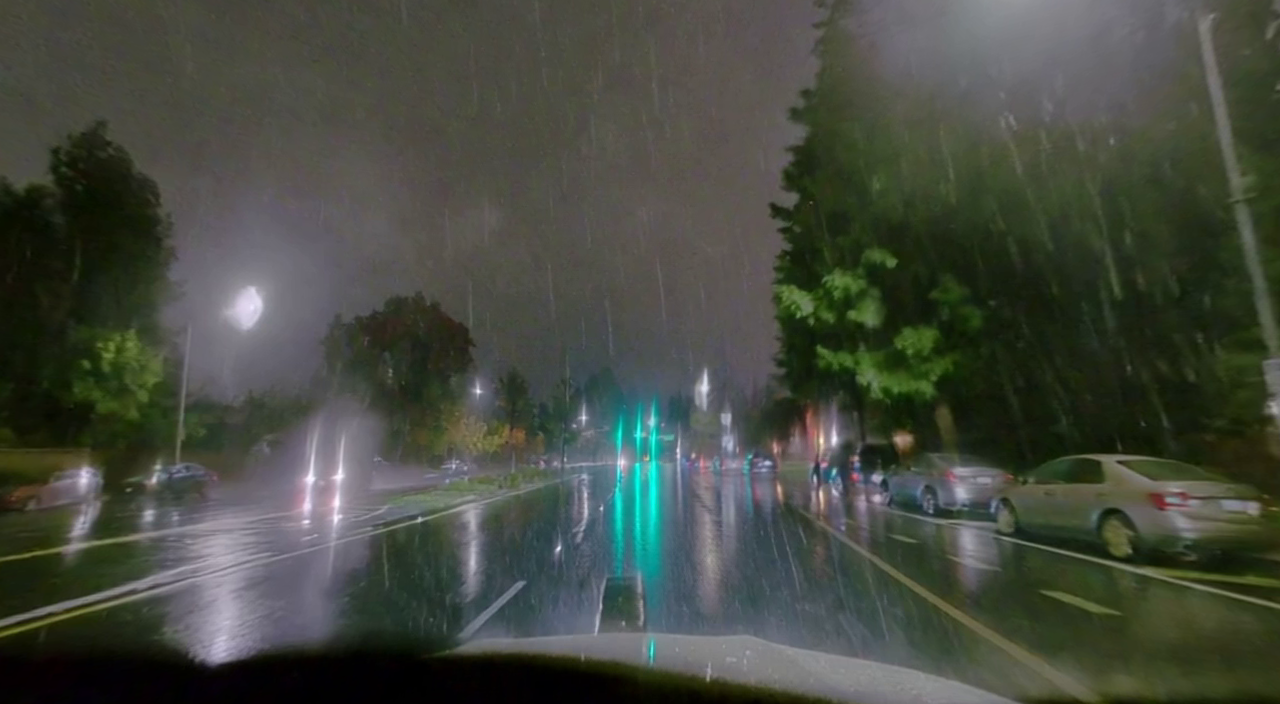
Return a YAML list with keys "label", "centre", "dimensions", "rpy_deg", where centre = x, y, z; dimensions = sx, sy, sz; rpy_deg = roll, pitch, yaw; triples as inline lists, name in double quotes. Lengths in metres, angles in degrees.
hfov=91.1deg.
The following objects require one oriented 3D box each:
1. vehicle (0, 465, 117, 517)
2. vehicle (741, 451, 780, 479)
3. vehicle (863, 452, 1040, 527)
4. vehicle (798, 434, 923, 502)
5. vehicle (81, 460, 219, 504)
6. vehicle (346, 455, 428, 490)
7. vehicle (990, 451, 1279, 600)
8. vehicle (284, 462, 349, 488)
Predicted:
- label: "vehicle"
  centre: [-20.787, 4.655, 21.292]
  dimensions: [1.881, 1.503, 4.899]
  rpy_deg: [0, -9, 0]
- label: "vehicle"
  centre: [7.894, 7.452, 41.599]
  dimensions: [1.910, 1.686, 4.399]
  rpy_deg: [0, -9, 3]
- label: "vehicle"
  centre: [7.175, 3.184, 15.155]
  dimensions: [1.853, 1.480, 4.666]
  rpy_deg: [0, -9, 0]
- label: "vehicle"
  centre: [7.553, 4.044, 22.279]
  dimensions: [2.306, 2.088, 5.571]
  rpy_deg: [0, -9, -1]
- label: "vehicle"
  centre: [-20.792, 5.515, 27.015]
  dimensions: [1.868, 1.620, 5.039]
  rpy_deg: [0, -9, 0]
- label: "vehicle"
  centre: [-11.597, 5.535, 29.143]
  dimensions: [1.914, 1.472, 4.480]
  rpy_deg: [0, -9, 0]
- label: "vehicle"
  centre: [7.131, 2.115, 8.657]
  dimensions: [1.992, 1.474, 4.534]
  rpy_deg: [0, -9, 0]
- label: "vehicle"
  centre: [-20.691, 7.882, 40.345]
  dimensions: [1.910, 1.493, 4.190]
  rpy_deg: [0, -9, 1]
